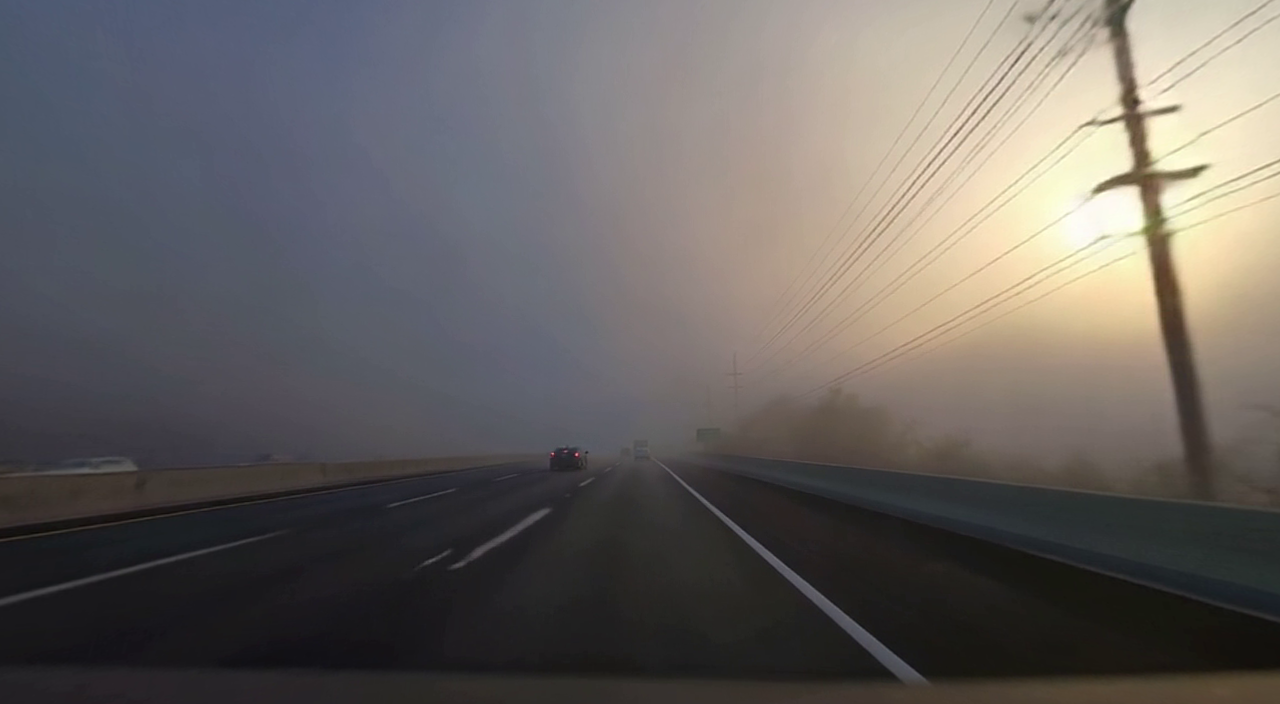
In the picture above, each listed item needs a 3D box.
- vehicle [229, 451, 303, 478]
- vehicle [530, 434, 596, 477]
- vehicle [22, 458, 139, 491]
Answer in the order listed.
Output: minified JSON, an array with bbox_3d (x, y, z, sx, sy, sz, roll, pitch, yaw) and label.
[{"bbox_3d":[-24.862,7.484,42.051,2.004,1.630,4.643,0,-9,1],"label":"vehicle"},{"bbox_3d":[-3.732,5.177,31.645,2.577,1.939,5.408,0,-9,1],"label":"vehicle"},{"bbox_3d":[-28.420,6.201,32.202,1.855,1.513,4.418,0,-9,1],"label":"vehicle"}]
